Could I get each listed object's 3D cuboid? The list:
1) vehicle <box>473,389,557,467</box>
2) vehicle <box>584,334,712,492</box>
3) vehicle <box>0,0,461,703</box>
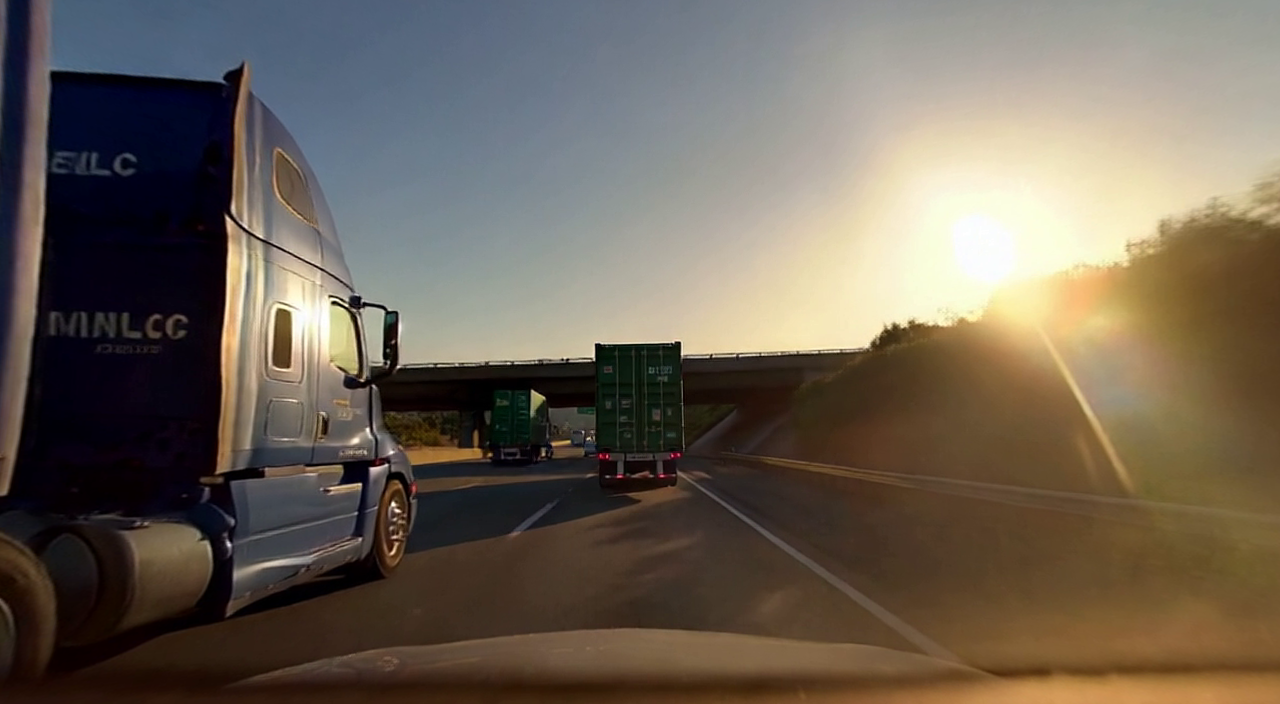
[{"bbox_3d":[-7.418,4.912,39.680,3.023,4.139,11.860,0,-9,-1],"label":"vehicle"},{"bbox_3d":[0.066,2.140,20.627,3.357,4.212,7.519,0,-9,-2],"label":"vehicle"},{"bbox_3d":[-3.508,-0.149,3.210,3.187,3.949,6.963,0,-9,-1],"label":"vehicle"}]
